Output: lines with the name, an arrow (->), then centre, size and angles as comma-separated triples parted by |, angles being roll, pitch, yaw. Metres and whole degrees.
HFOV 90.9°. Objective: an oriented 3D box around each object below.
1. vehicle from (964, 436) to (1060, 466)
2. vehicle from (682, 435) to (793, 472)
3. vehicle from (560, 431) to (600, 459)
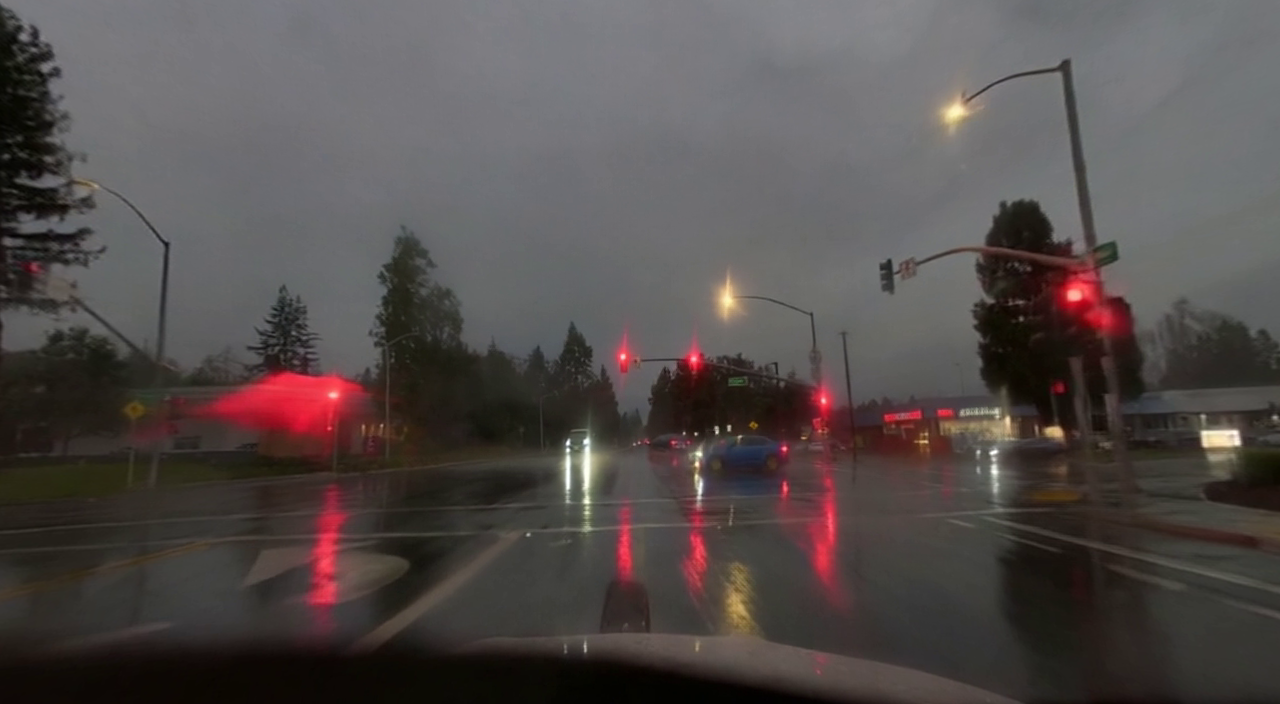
vehicle -> 19.564, 5.186, 33.155 | 4.377, 1.523, 1.877 | 3, -9, -19
vehicle -> 4.188, 4.310, 26.999 | 4.528, 1.482, 1.864 | 5, -10, -31
vehicle -> -3.789, 5.965, 40.408 | 2.140, 1.638, 4.259 | 0, -8, 0
